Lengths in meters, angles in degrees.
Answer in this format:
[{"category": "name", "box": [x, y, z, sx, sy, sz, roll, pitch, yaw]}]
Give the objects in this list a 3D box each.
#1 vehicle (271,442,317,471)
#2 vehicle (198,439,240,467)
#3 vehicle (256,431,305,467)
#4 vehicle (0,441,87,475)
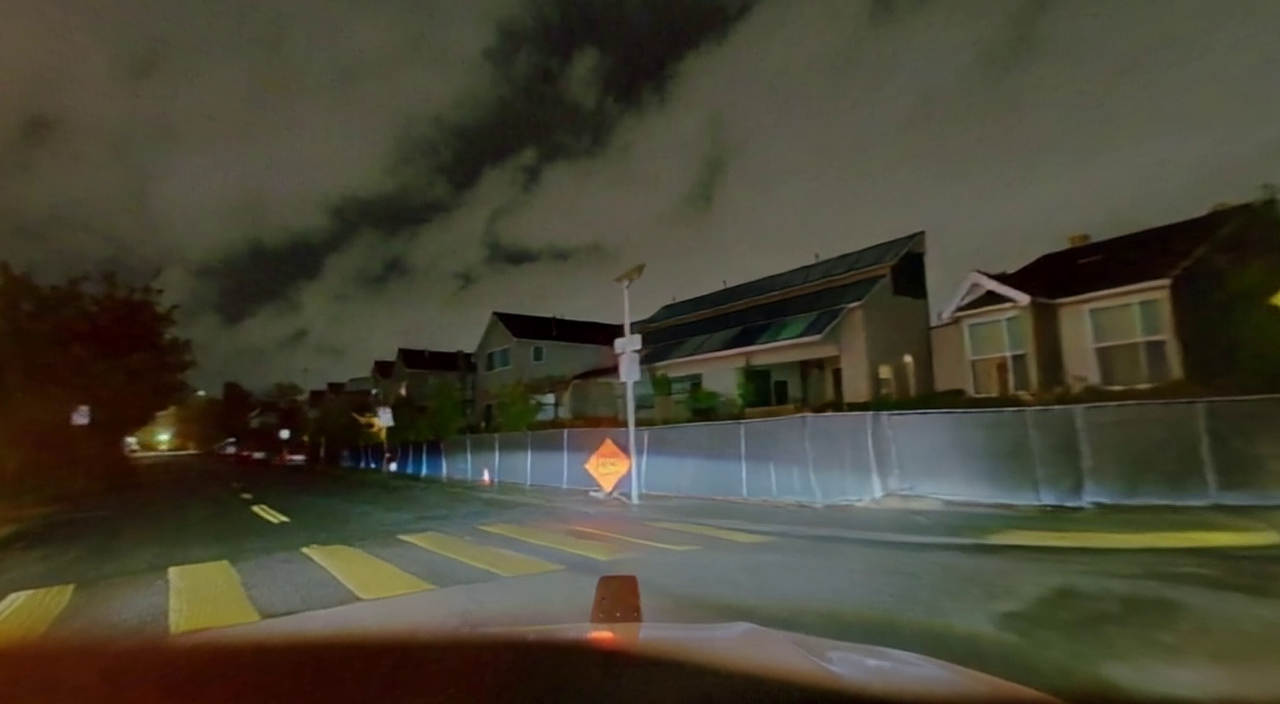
[{"category": "vehicle", "box": [-20.038, 5.997, 36.381, 1.998, 1.494, 3.927, 5, -9, -32]}, {"category": "vehicle", "box": [-28.241, 6.756, 42.311, 2.050, 1.742, 4.197, 5, -9, -31]}, {"category": "vehicle", "box": [-25.607, 6.823, 44.762, 2.492, 2.319, 5.914, 5, -9, -33]}, {"category": "vehicle", "box": [-37.225, 6.565, 38.837, 4.205, 1.745, 2.121, 1, -10, -29]}]
